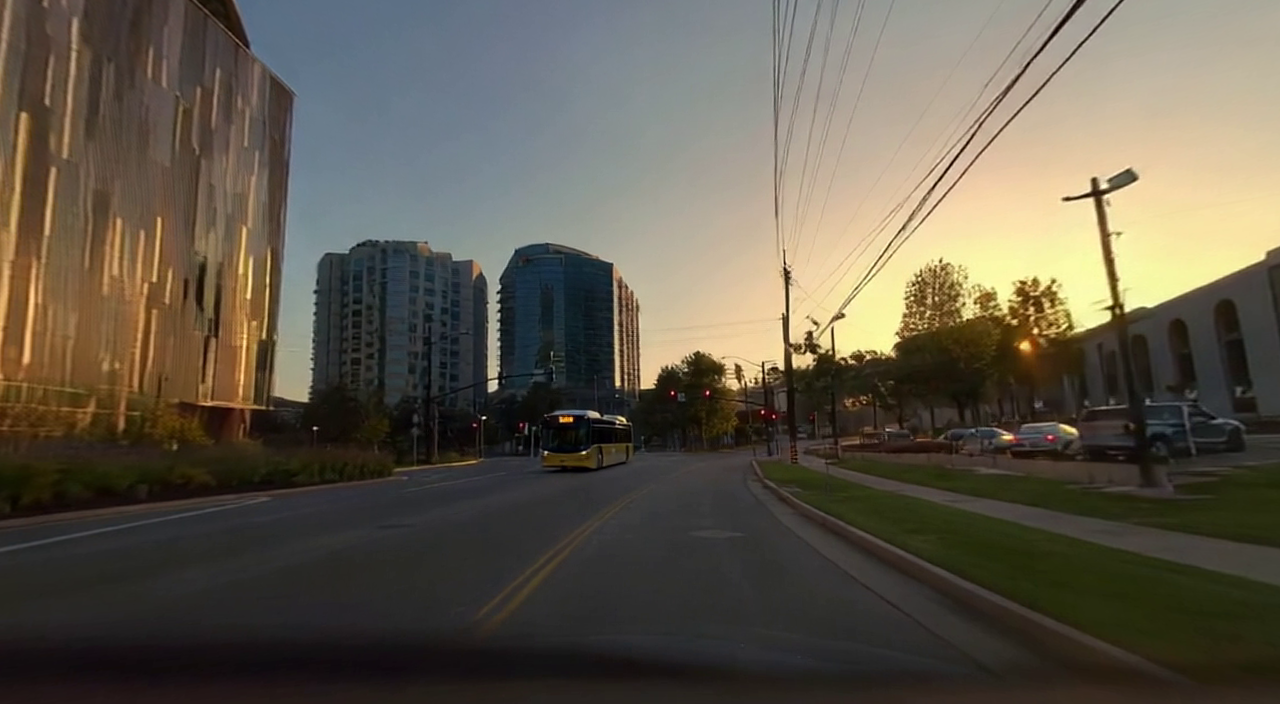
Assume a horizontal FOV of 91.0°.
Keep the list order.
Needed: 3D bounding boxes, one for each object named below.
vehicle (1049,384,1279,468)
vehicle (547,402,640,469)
[{"bbox_3d":[14.003,1.990,16.621,4.647,1.951,2.304,-2,-9,5],"label":"vehicle"},{"bbox_3d":[-2.596,5.814,42.747,3.148,3.729,14.894,-1,-9,8],"label":"vehicle"}]
